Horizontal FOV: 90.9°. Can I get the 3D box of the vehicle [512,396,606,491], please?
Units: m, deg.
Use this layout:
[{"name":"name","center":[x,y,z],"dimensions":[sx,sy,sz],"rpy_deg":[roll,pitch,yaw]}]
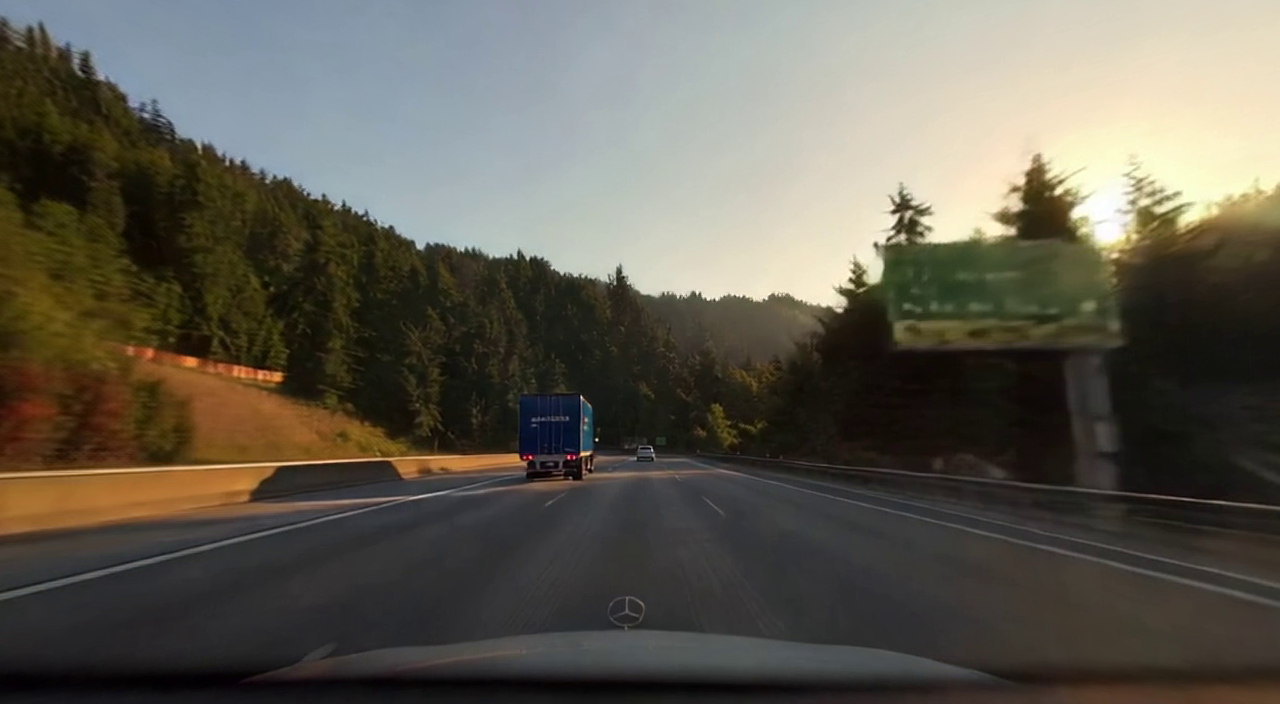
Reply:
[{"name":"vehicle","center":[-2.906,3.584,24.660],"dimensions":[2.695,3.151,6.885],"rpy_deg":[0,-9,0]}]
